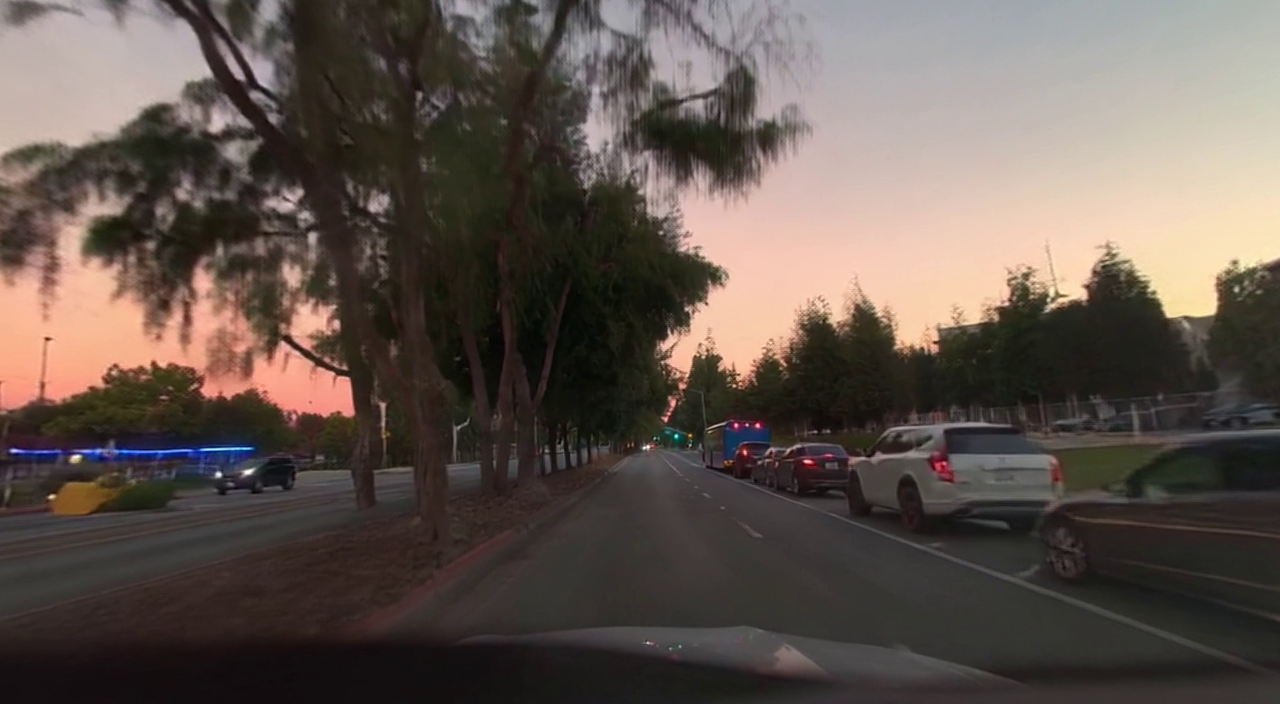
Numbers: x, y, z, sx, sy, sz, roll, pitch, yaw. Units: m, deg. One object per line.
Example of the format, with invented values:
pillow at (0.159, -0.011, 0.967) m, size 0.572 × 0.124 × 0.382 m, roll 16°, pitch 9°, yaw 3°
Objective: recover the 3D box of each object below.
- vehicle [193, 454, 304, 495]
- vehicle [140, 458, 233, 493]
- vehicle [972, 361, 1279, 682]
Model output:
vehicle at (-19.248, 5.996, 31.374) m, size 2.166 × 1.804 × 4.897 m, roll -1°, pitch -8°, yaw 3°
vehicle at (-28.894, 7.860, 40.368) m, size 4.426 × 1.782 × 2.056 m, roll -4°, pitch -8°, yaw 1°
vehicle at (4.533, 1.019, 4.121) m, size 2.094 × 1.731 × 4.763 m, roll 0°, pitch -8°, yaw 0°
